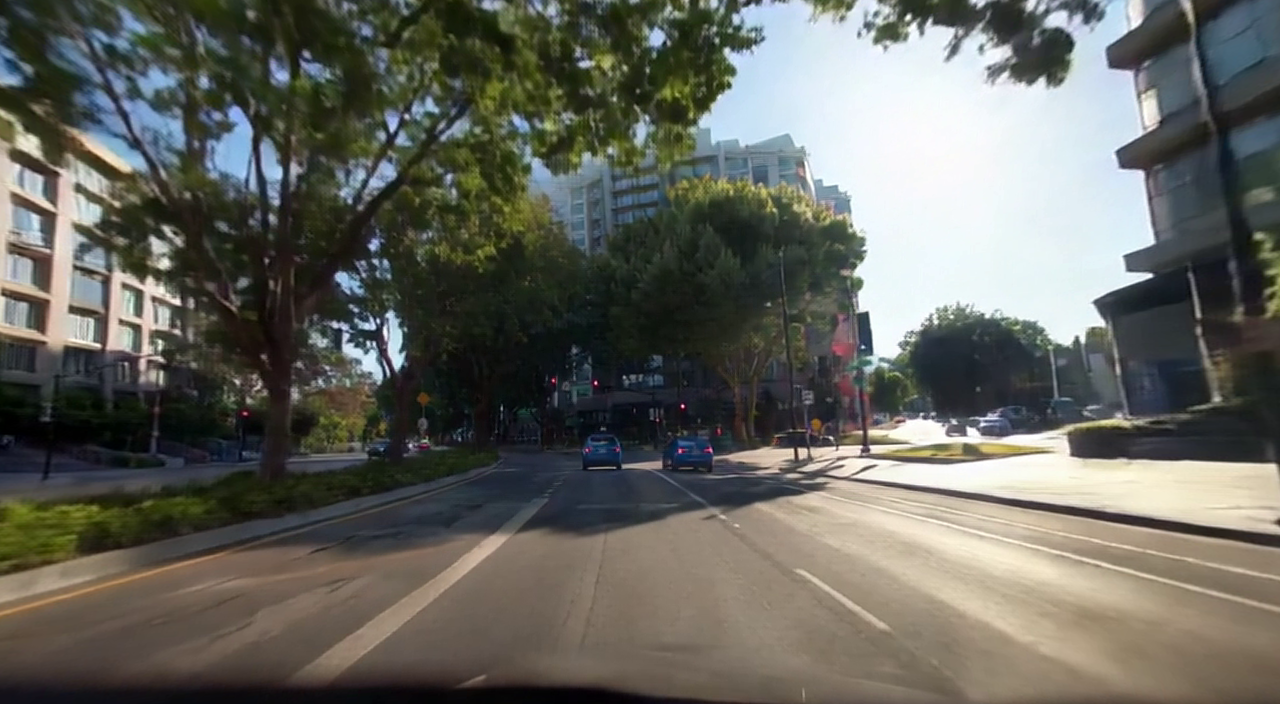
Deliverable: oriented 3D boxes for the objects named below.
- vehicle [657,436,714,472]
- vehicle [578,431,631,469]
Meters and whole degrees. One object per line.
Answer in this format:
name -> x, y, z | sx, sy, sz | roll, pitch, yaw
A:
vehicle -> 1.957, 4.609, 28.698 | 1.918, 1.479, 4.468 | 0, -9, -4
vehicle -> -1.790, 4.735, 30.583 | 2.317, 1.713, 4.231 | 1, -9, -6
